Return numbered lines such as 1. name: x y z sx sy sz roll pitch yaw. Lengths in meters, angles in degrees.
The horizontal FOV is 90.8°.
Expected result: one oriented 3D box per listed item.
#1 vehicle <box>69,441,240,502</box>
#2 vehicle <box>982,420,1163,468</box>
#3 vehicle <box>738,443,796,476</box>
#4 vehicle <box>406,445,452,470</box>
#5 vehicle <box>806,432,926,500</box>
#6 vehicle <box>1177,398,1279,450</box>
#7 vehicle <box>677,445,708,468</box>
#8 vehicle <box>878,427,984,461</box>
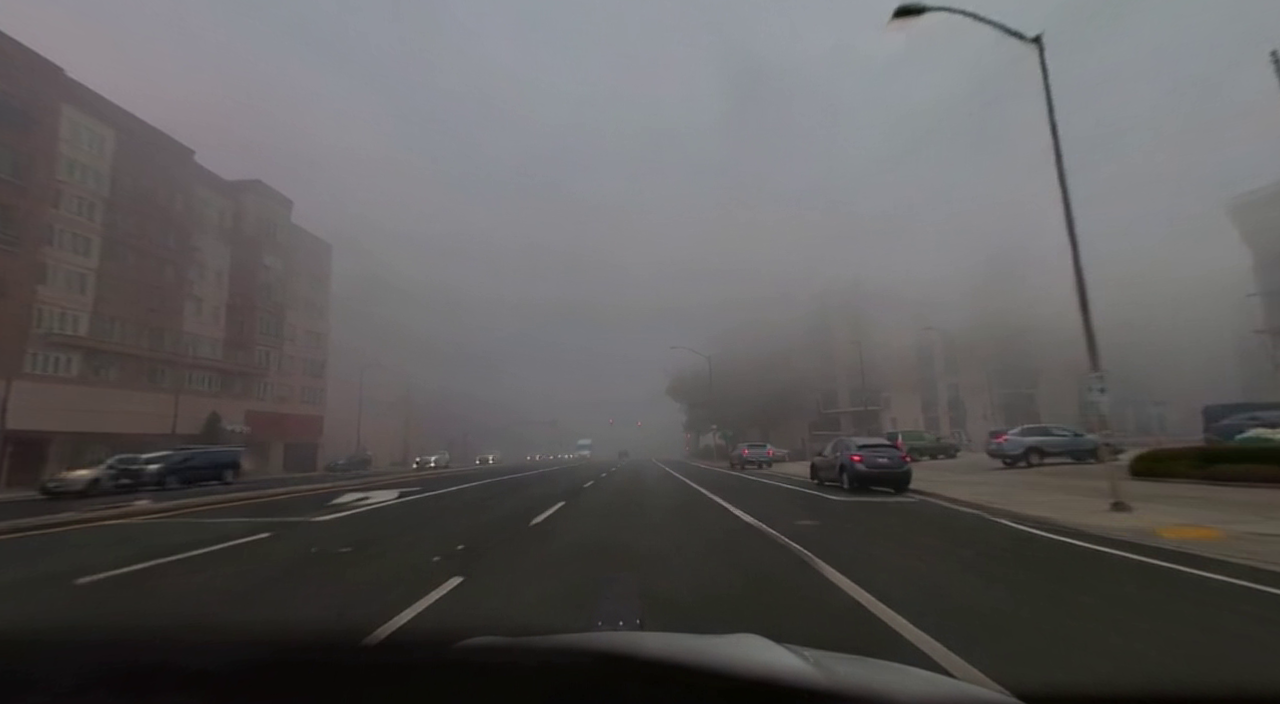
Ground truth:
1. vehicle: -15.122 3.699 20.057 2.014 1.700 4.308 0 -8 -1
2. vehicle: 15.144 3.265 22.380 4.830 1.605 1.982 -1 -9 4
3. vehicle: 6.729 5.712 33.973 2.063 1.631 4.507 0 -8 -1
4. vehicle: -15.662 7.797 47.063 1.888 1.744 4.355 0 -8 1
5. vehicle: 6.555 3.337 18.936 2.175 1.770 4.373 -1 -8 3
6. vehicle: 30.587 3.637 31.489 5.204 2.465 2.316 -1 -9 5
7. vehicle: 3.751 7.569 46.009 1.878 1.534 4.120 0 -8 0
8. vehicle: 14.914 4.743 32.570 4.527 1.637 1.887 0 -8 -1
